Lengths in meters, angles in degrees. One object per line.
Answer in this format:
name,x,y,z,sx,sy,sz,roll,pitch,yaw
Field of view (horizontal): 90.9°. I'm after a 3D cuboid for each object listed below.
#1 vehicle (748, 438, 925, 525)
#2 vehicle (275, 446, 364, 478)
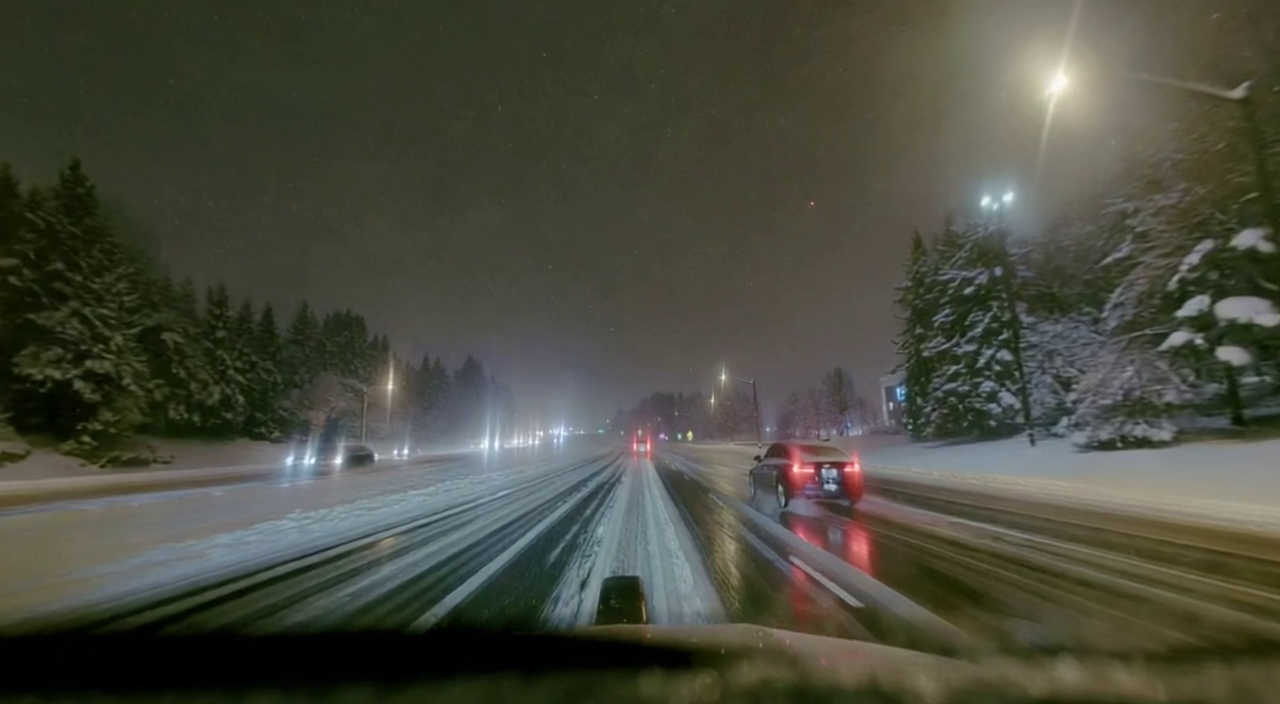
vehicle,3.659,2.481,12.723,2.069,1.431,4.313,0,-8,-2
vehicle,-16.309,5.575,32.381,2.187,1.484,4.485,0,-8,0
